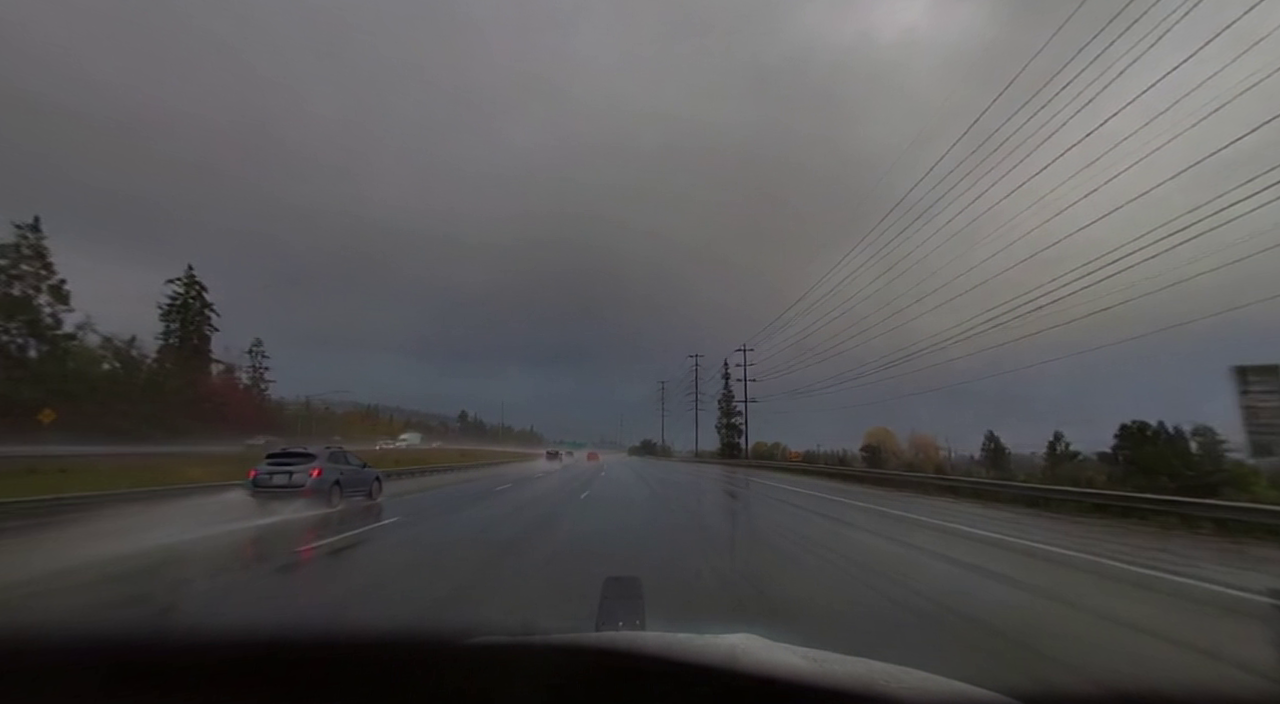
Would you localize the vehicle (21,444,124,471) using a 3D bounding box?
[{"bbox_3d":[-33.335,6.205,37.222,1.816,1.505,4.663,0,-9,-2],"label":"vehicle"}]

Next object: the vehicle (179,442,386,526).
[{"bbox_3d":[-7.435,2.760,13.731,1.999,1.527,4.238,0,-9,0],"label":"vehicle"}]
